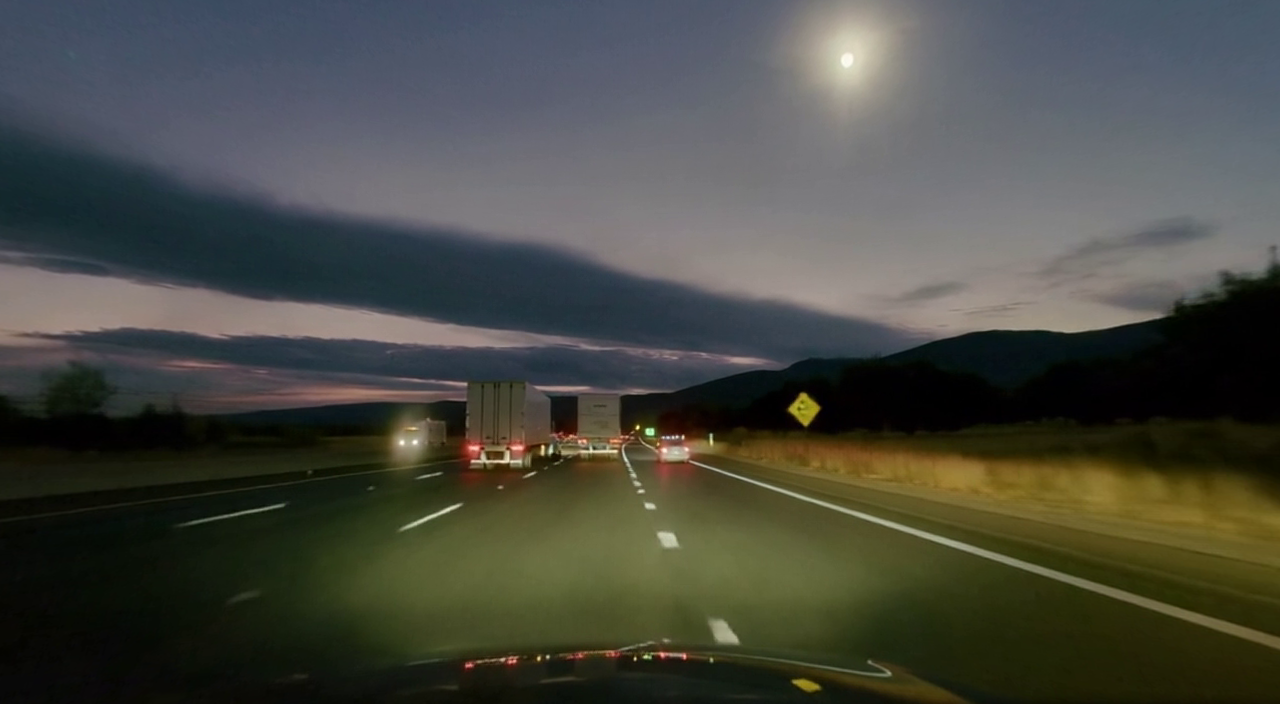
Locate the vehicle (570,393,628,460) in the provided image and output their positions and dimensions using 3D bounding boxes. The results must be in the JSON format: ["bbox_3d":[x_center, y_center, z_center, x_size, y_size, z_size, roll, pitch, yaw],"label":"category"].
[{"bbox_3d":[-3.069,5.737,46.874,3.475,4.037,17.454,0,-8,-4],"label":"vehicle"}]

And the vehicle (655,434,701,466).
[{"bbox_3d":[1.832,4.890,31.491,1.891,1.477,3.599,0,-8,-3],"label":"vehicle"}]

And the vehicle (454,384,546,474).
[{"bbox_3d":[-5.883,3.430,27.716,2.728,3.405,7.096,0,-8,-3],"label":"vehicle"}]
